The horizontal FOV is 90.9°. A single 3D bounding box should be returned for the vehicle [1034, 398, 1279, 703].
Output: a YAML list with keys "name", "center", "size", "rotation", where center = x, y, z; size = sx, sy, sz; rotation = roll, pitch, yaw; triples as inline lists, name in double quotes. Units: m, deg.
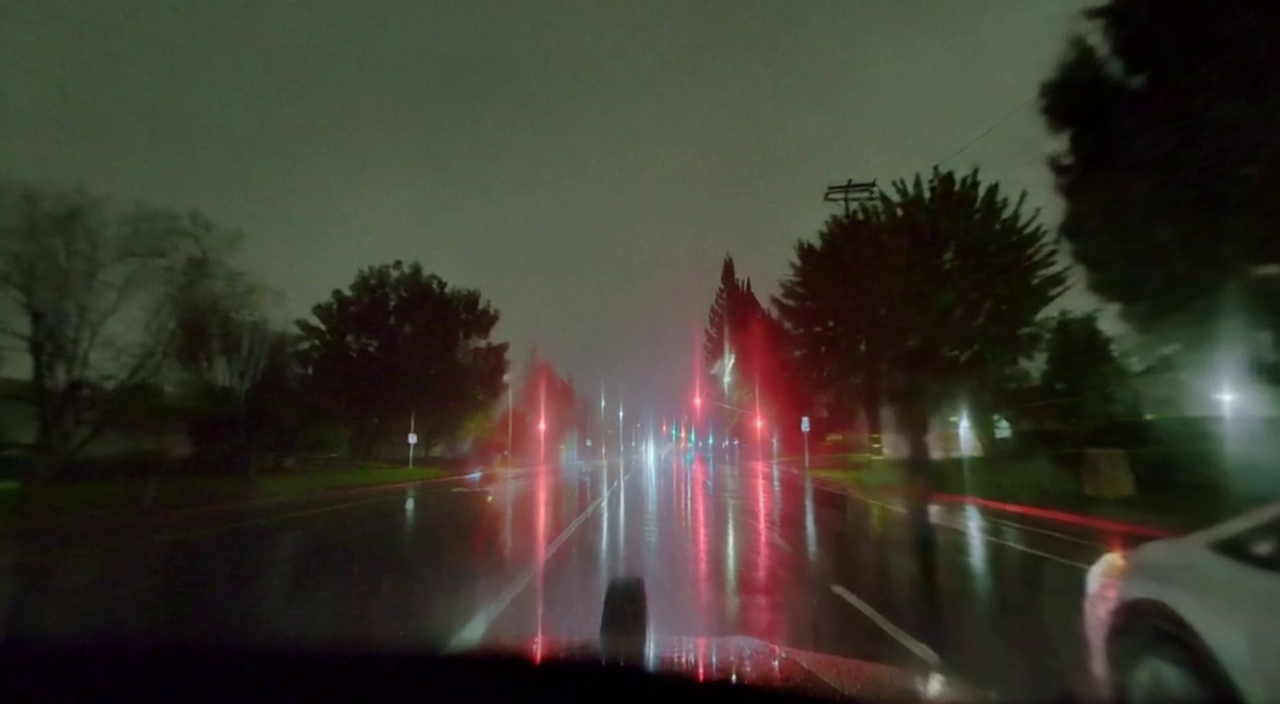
- name: "vehicle"
  center: [3.235, 0.775, 1.279]
  size: [2.134, 1.476, 4.327]
  rotation: [0, -8, 1]
